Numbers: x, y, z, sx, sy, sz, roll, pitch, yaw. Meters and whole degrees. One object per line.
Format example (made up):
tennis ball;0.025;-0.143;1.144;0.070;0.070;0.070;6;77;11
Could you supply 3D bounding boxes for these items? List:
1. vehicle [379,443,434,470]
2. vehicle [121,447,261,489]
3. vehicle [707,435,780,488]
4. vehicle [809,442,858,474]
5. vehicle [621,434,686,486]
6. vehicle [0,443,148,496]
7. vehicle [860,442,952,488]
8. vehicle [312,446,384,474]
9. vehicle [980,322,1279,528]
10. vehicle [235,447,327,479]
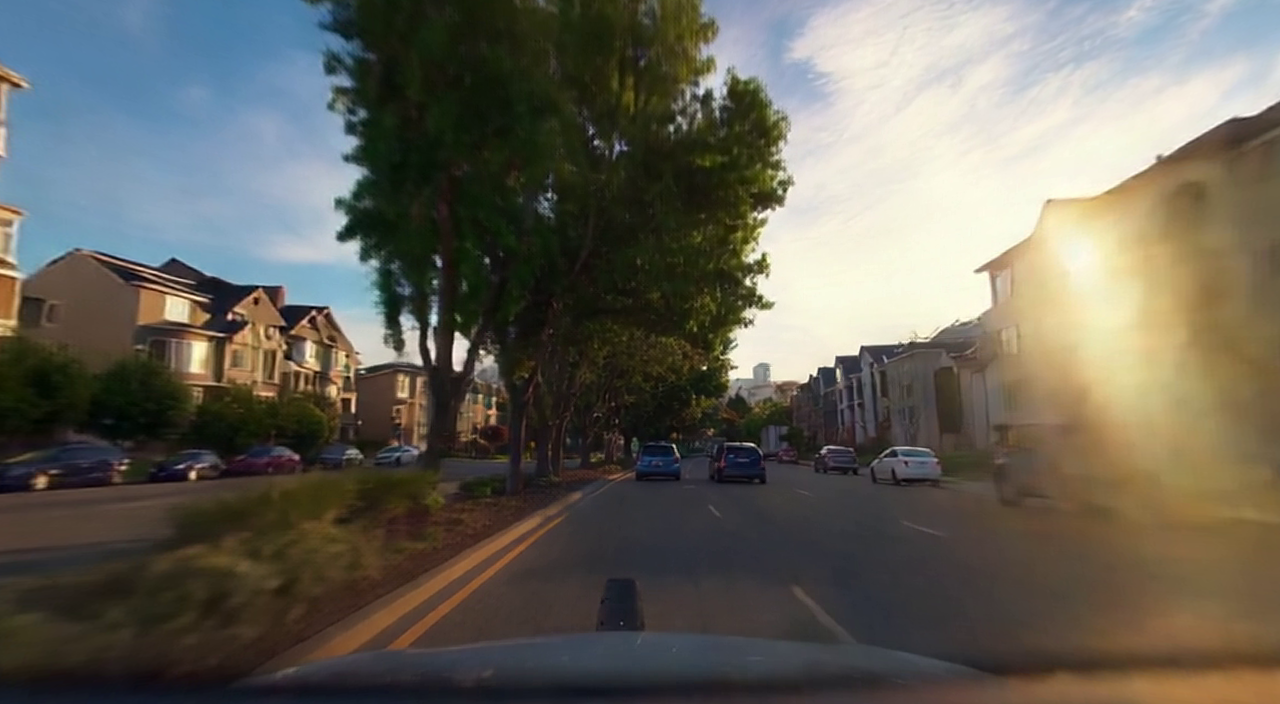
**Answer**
vehicle;-16.836;7.546;45.774;2.175;1.819;4.703;0;-8;0
vehicle;-18.414;4.767;26.314;1.951;1.513;5.107;-3;-9;2
vehicle;3.823;4.140;24.099;2.033;1.823;4.409;0;-9;0
vehicle;11.986;6.599;39.513;1.938;1.860;4.690;-1;-9;5
vehicle;0.594;4.297;25.417;2.345;1.841;5.032;0;-9;2
vehicle;-18.674;3.778;20.519;1.845;1.512;4.316;-2;-9;1
vehicle;11.221;4.745;27.077;2.080;1.744;4.889;0;-8;4
vehicle;-17.666;6.585;38.468;2.023;1.561;4.497;-3;-10;3
vehicle;10.953;1.686;13.329;3.705;3.221;6.779;-2;-10;1
vehicle;-18.213;5.729;32.339;1.849;1.455;4.606;-2;-11;3
